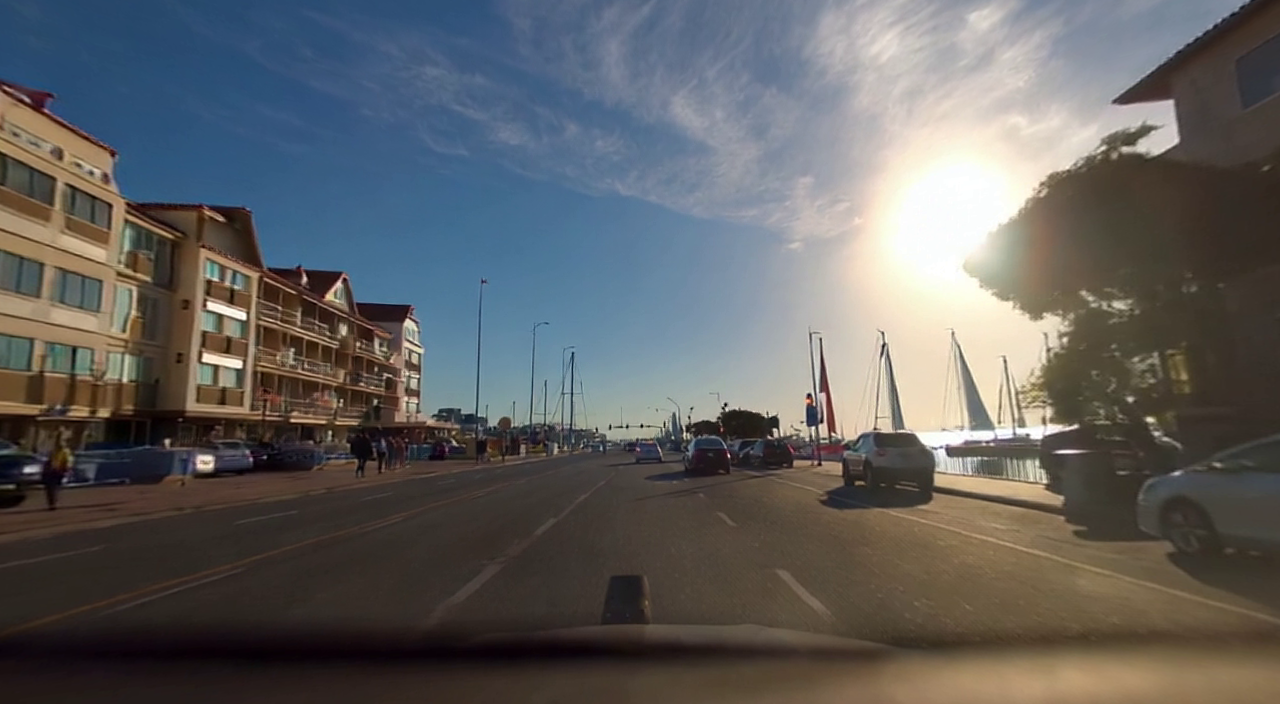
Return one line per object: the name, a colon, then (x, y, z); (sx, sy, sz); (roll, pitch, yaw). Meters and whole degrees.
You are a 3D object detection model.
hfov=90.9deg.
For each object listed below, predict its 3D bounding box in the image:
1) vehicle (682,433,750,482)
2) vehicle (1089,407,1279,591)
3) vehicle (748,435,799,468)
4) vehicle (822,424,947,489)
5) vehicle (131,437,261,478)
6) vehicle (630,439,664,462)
vehicle: (2.710, 3.872, 23.448); (2.047, 1.640, 4.051); (0, -8, 0)
vehicle: (7.158, 1.413, 6.113); (2.029, 1.750, 4.825); (0, -8, 1)
vehicle: (7.937, 5.958, 37.921); (1.969, 1.852, 4.514); (0, -8, -1)
vehicle: (7.899, 3.437, 21.047); (2.056, 1.896, 5.062); (0, -8, -1)
vehicle: (-18.041, 4.306, 25.955); (1.840, 1.522, 4.695); (-1, -8, 2)
vehicle: (0.504, 6.871, 43.876); (2.284, 1.496, 3.949); (-1, -8, 1)
